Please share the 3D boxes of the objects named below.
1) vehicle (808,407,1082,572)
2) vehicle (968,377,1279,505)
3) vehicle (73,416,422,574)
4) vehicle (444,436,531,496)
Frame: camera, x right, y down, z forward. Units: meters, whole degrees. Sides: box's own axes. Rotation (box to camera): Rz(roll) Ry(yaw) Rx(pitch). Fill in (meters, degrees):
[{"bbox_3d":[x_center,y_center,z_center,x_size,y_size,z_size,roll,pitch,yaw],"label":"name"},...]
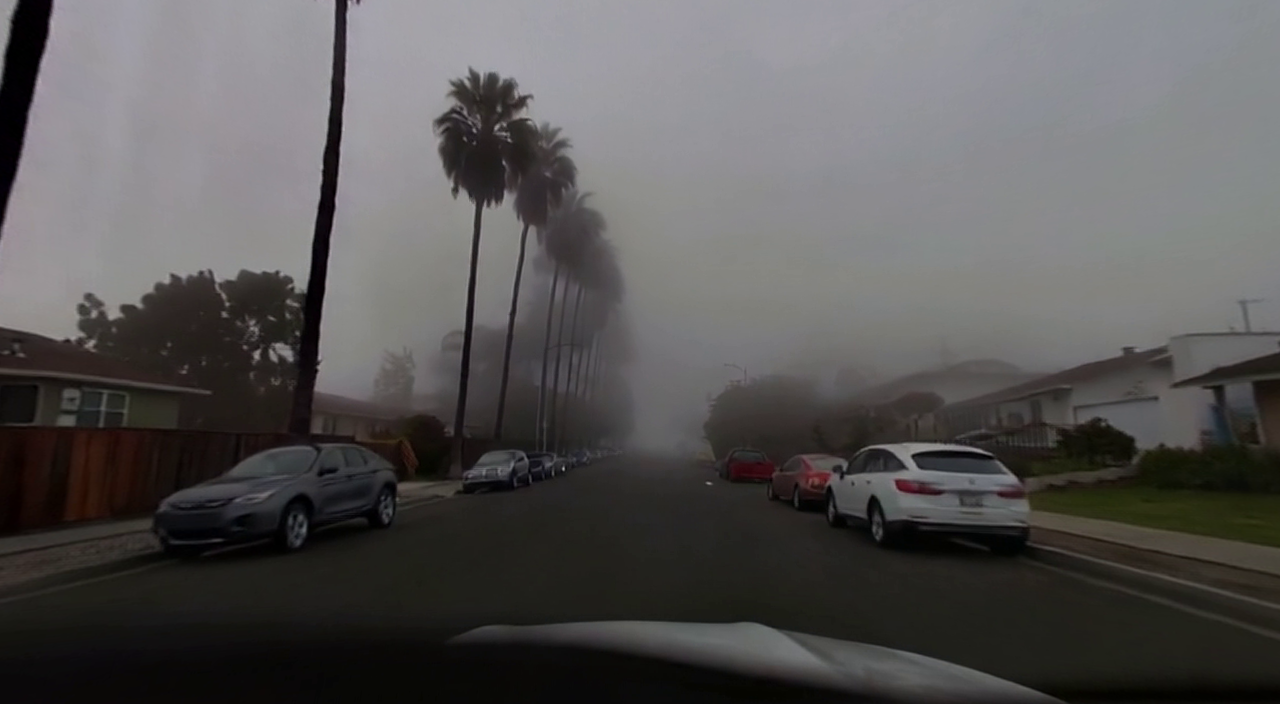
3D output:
[{"bbox_3d":[4.203,2.022,9.823,1.964,1.889,4.708,1,-10,1],"label":"vehicle"},{"bbox_3d":[10.856,2.040,14.436,5.235,1.985,2.187,-8,-9,4],"label":"vehicle"},{"bbox_3d":[-5.506,2.129,10.035,2.020,1.819,5.168,-1,-10,2],"label":"vehicle"},{"bbox_3d":[-5.221,4.006,22.267,1.947,1.803,4.381,-2,-10,0],"label":"vehicle"}]
